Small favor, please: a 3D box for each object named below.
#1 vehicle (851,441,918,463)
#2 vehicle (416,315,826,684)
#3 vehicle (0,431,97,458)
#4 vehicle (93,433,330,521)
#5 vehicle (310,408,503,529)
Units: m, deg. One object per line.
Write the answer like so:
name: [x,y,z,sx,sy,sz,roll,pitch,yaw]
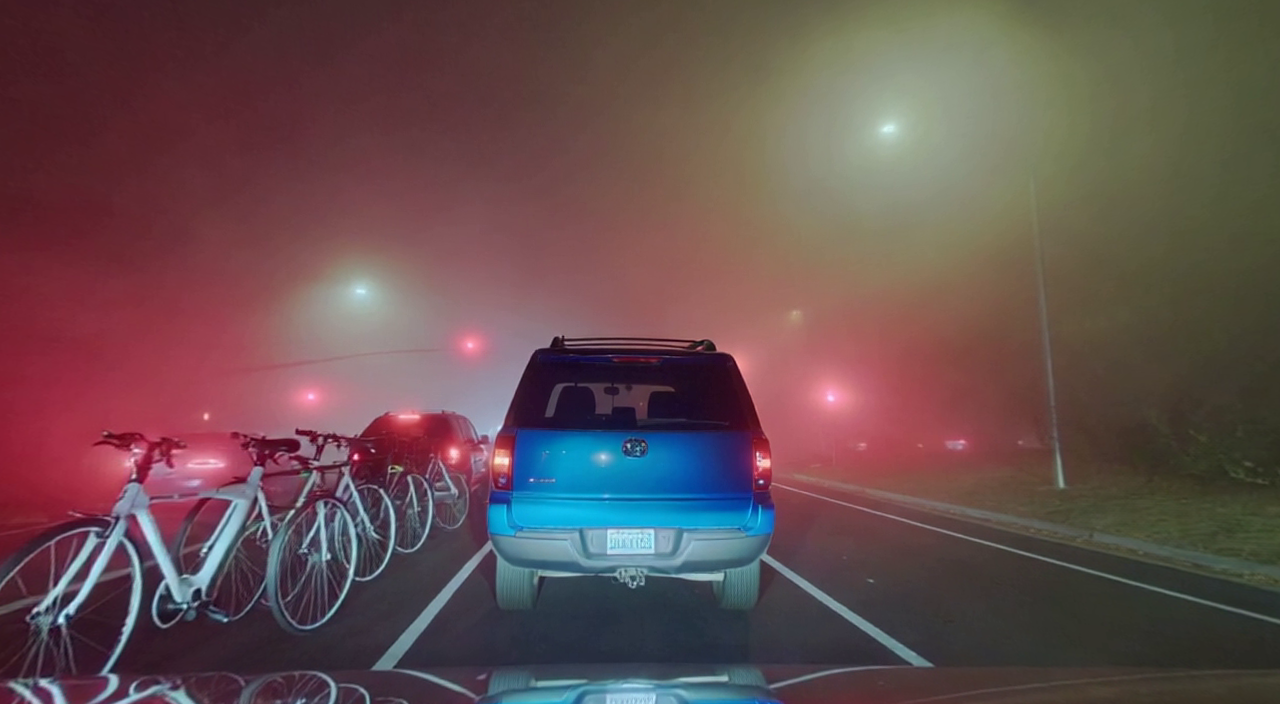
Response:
vehicle: [18.784,7.675,48.582,4.435,1.574,1.816,1,-9,-9]
vehicle: [-0.248,1.158,6.000,2.333,2.087,4.586,1,-8,-4]
vehicle: [-35.751,5.549,38.208,3.926,1.536,1.731,1,-7,-10]
vehicle: [-8.549,2.508,13.292,2.026,1.479,4.712,1,-8,-6]
vehicle: [-4.215,2.219,12.610,2.337,1.858,5.409,1,-9,-7]
